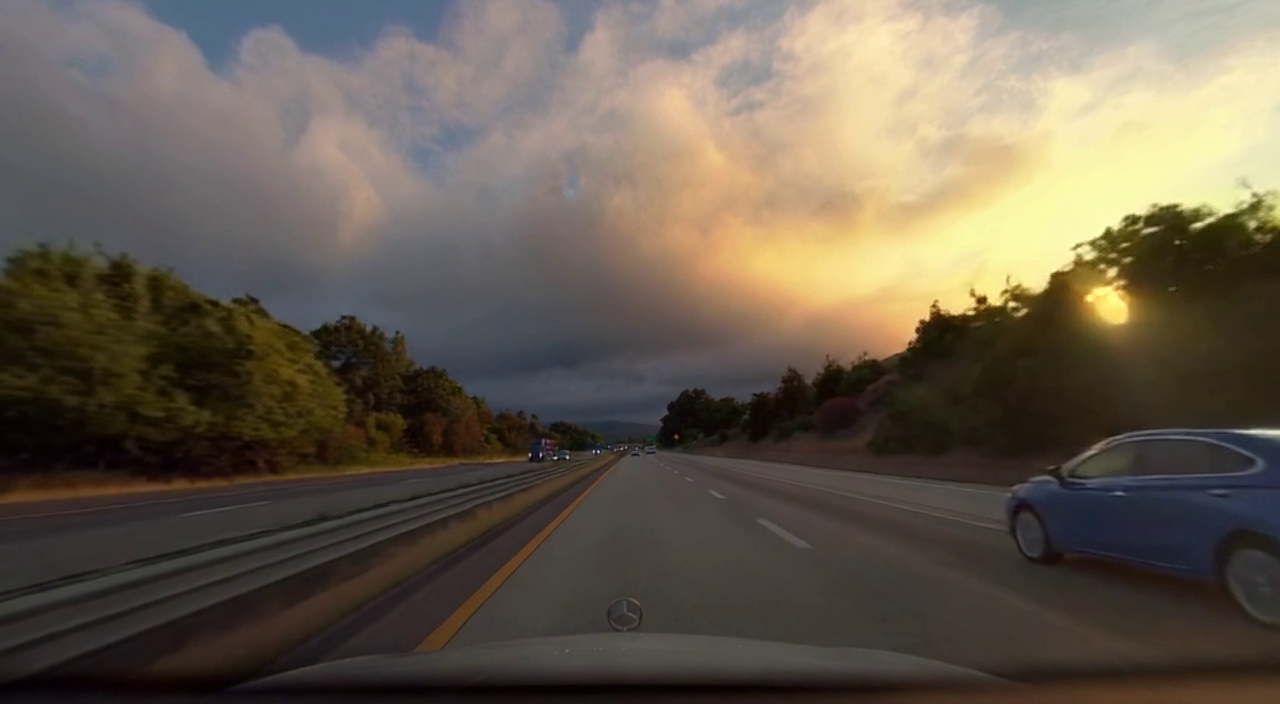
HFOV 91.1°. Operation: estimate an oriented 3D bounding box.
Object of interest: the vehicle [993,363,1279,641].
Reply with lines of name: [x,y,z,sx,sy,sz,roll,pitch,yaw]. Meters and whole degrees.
vehicle: [5.199,1.087,4.895,2.117,1.783,4.627,-1,-9,-1]
